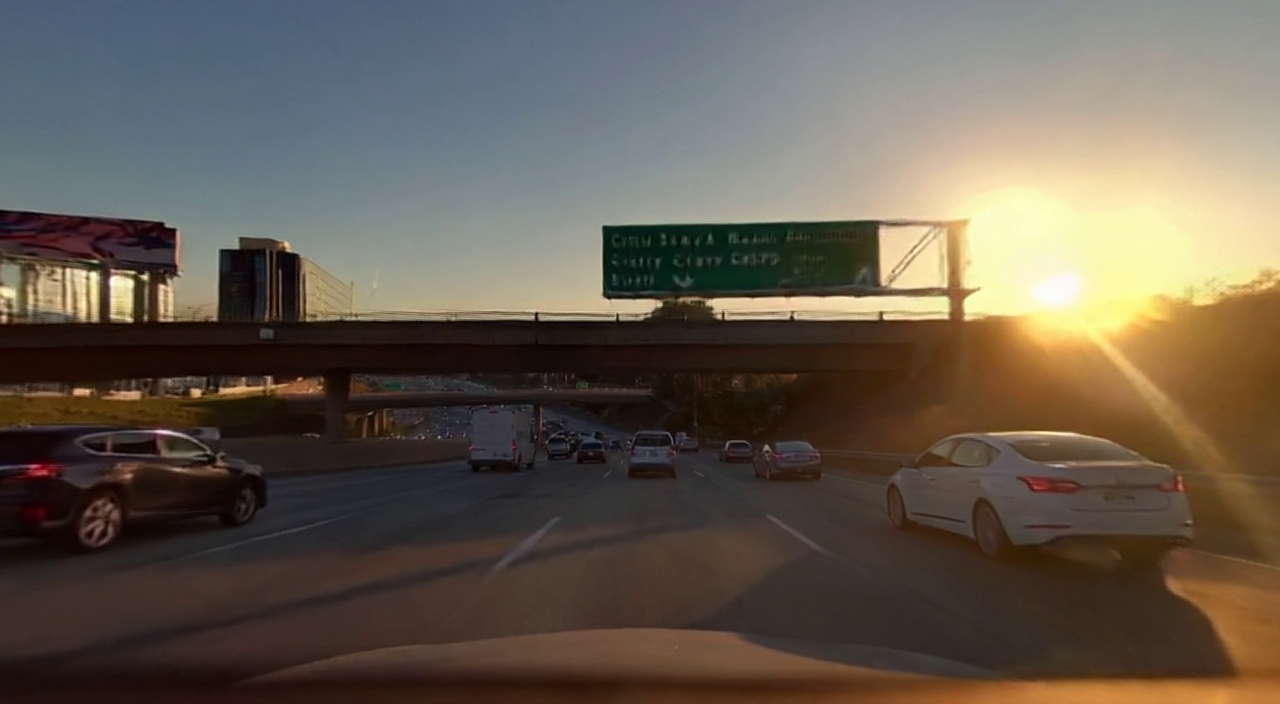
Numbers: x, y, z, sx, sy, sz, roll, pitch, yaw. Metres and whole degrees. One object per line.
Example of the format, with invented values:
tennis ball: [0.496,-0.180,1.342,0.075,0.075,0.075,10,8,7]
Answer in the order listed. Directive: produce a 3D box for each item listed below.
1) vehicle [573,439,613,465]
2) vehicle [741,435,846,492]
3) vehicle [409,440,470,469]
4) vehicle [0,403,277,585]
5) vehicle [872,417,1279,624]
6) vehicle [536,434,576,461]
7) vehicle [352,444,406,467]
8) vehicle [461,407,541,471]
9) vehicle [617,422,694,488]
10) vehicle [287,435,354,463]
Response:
vehicle: [-2.841,6.190,39.292,2.079,1.499,4.512,0,-8,1]
vehicle: [4.375,3.250,18.798,1.942,1.487,4.518,0,-8,-1]
vehicle: [-10.607,5.446,33.682,1.923,1.480,3.905,0,-8,1]
vehicle: [-6.770,1.571,7.642,2.021,1.632,4.417,0,-8,1]
vehicle: [4.353,1.554,6.893,1.915,1.482,4.537,0,-8,0]
vehicle: [-6.479,7.425,49.264,2.269,1.929,6.032,0,-8,0]
vehicle: [-16.508,6.525,40.063,1.823,1.388,3.705,0,-8,1]
vehicle: [-6.783,4.410,31.838,2.358,2.817,7.055,0,-8,1]
vehicle: [0.456,3.274,20.395,2.209,1.863,4.626,0,-8,1]
vehicle: [-20.705,6.323,41.103,1.920,1.695,4.612,0,-8,1]
